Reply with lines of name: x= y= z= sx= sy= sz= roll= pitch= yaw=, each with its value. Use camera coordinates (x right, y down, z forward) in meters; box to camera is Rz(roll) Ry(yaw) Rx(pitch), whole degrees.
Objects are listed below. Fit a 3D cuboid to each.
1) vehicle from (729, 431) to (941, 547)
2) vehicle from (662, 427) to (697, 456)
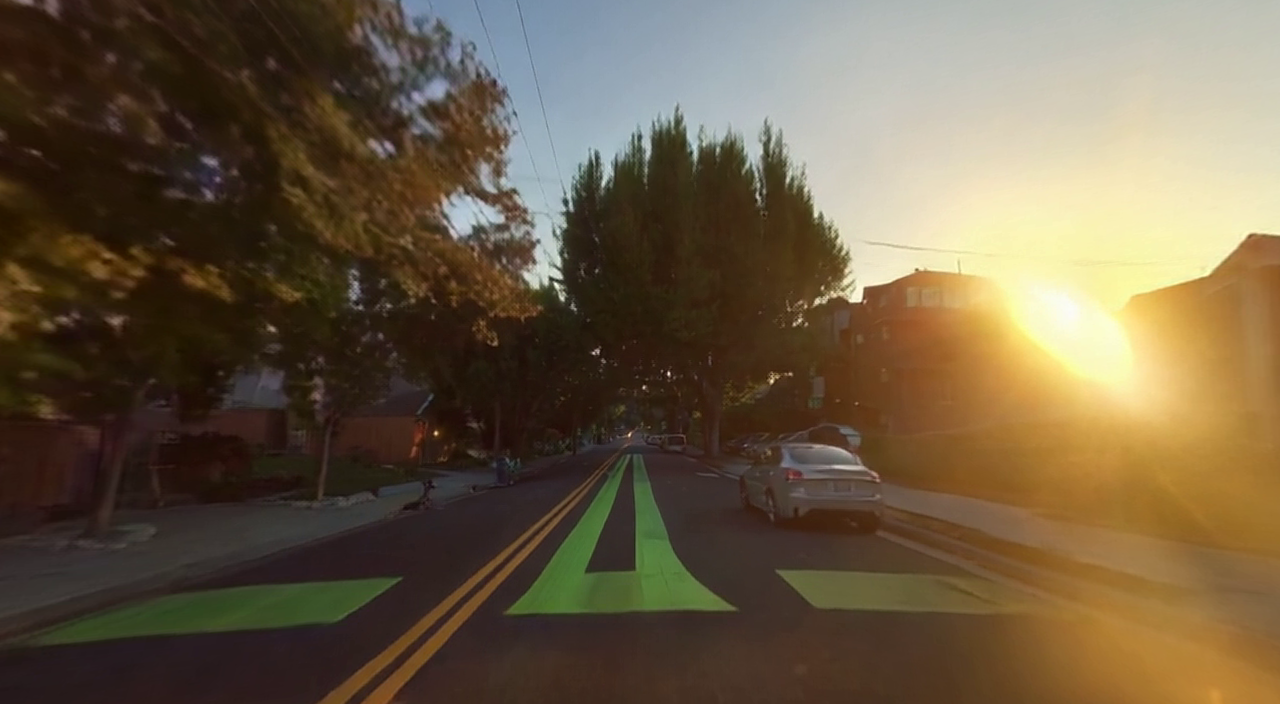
vehicle: x=3.021 y=2.245 z=11.280 sx=1.989 sy=1.545 sz=5.423 roll=0 pitch=-8 yaw=-1
vehicle: x=2.979 y=6.951 z=48.836 sx=2.347 sy=2.070 sz=5.735 roll=0 pitch=-8 yaw=0
